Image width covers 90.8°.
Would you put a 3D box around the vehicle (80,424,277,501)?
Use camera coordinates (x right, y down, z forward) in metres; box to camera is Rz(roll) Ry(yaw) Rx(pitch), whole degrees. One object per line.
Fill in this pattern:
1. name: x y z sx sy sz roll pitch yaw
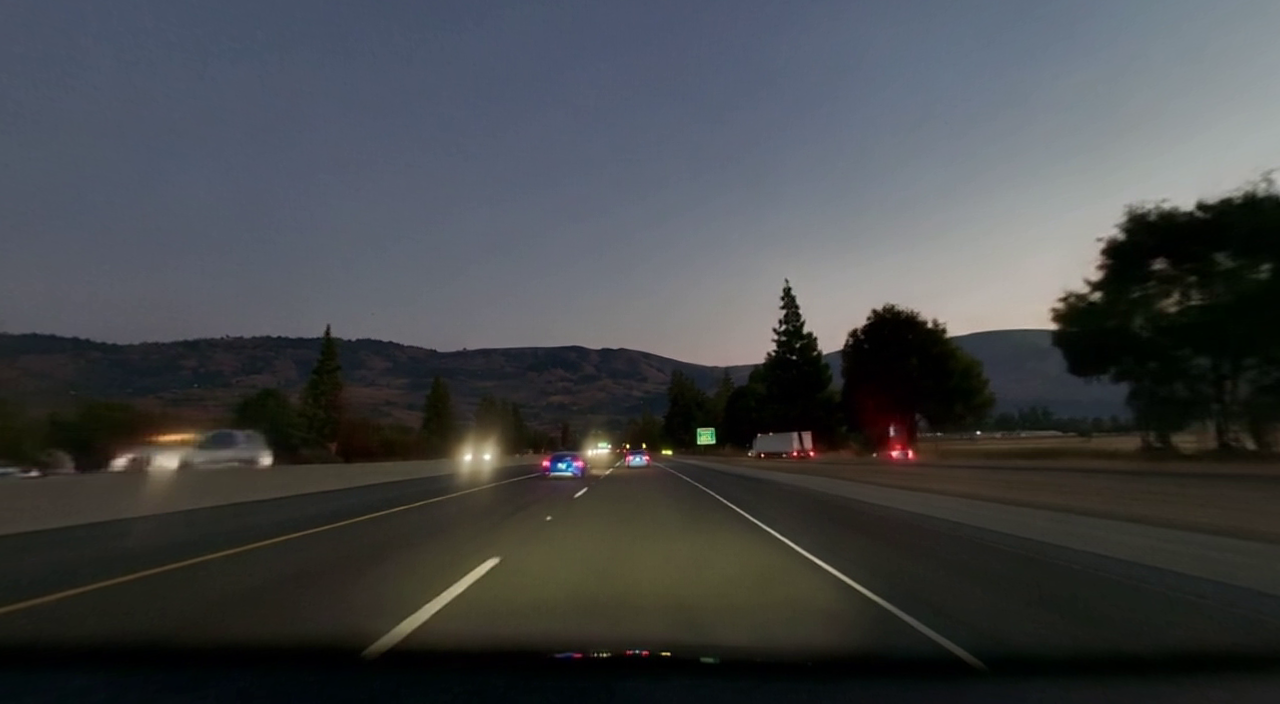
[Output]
1. vehicle: -16.748 4.050 23.635 2.222 2.428 6.706 0 -9 0

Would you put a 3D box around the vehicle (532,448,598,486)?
1. vehicle: -3.089 4.877 27.100 2.170 1.451 4.584 0 -9 1
